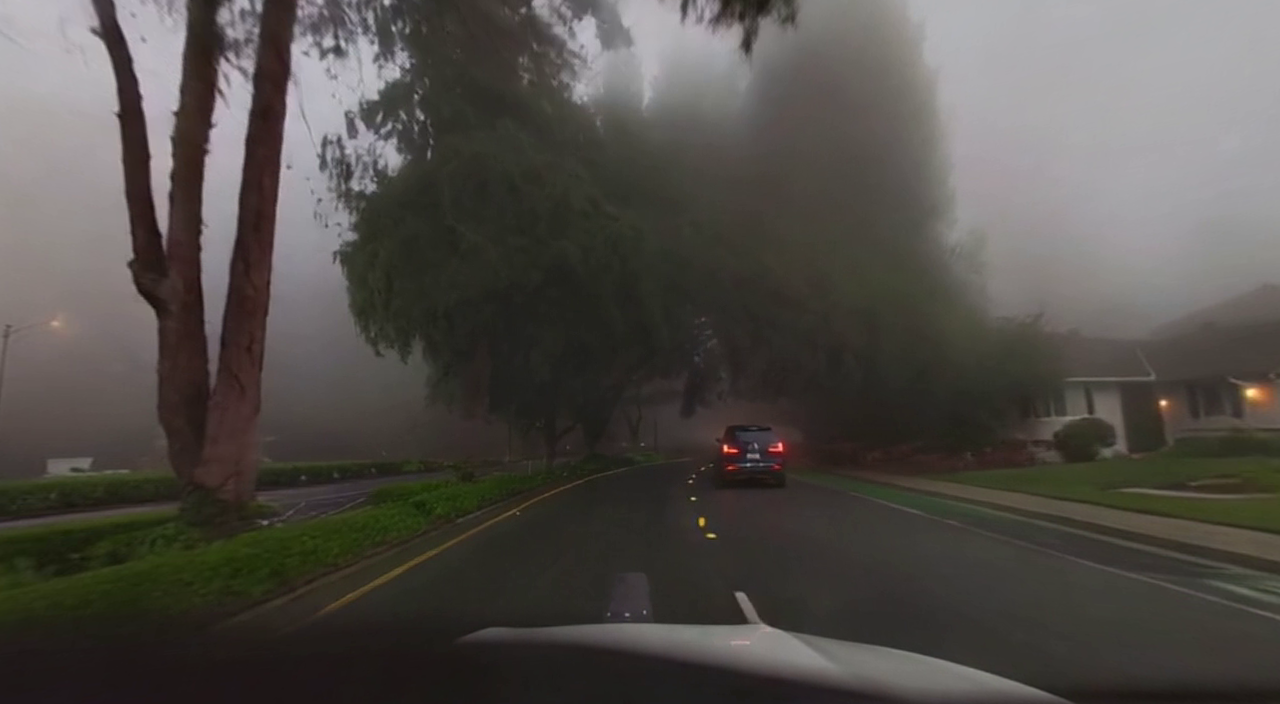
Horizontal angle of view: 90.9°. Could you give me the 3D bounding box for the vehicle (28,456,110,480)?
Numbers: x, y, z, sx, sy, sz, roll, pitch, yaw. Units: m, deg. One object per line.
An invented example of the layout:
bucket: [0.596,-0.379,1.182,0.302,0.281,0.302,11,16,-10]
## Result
vehicle: [-36.471,7.390,40.299,3.339,1.383,1.865,0,-8,-3]

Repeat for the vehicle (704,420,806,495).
vehicle: [3.084,2.971,18.035,2.141,1.833,4.704,0,-8,1]
